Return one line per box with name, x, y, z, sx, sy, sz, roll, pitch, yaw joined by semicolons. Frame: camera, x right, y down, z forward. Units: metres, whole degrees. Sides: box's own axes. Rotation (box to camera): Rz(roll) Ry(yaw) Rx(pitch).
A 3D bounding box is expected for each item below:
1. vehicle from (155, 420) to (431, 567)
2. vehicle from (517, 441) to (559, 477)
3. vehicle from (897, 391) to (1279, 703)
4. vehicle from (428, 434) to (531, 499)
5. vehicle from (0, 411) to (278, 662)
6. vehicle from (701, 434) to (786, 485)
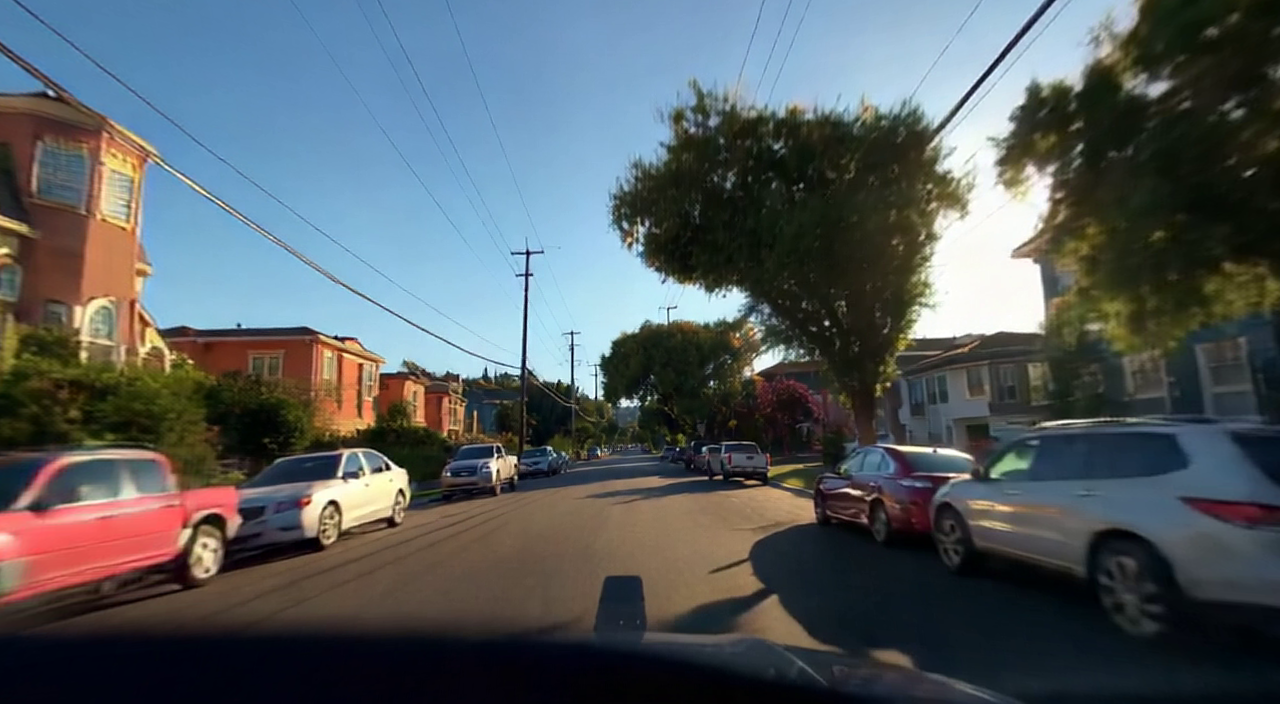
vehicle;-5.422;2.227;10.929;1.955;1.844;5.109;-2;-8;-1
vehicle;-5.869;6.154;36.764;2.046;1.825;4.627;-2;-8;-6
vehicle;4.196;1.364;5.562;1.979;1.620;4.684;0;-9;1
vehicle;-5.544;3.983;22.686;2.285;1.895;5.883;-2;-8;-1
vehicle;-5.389;1.512;5.685;1.873;1.709;4.206;-3;-8;-1
vehicle;4.044;4.349;25.859;2.279;1.848;5.577;1;-9;-3
